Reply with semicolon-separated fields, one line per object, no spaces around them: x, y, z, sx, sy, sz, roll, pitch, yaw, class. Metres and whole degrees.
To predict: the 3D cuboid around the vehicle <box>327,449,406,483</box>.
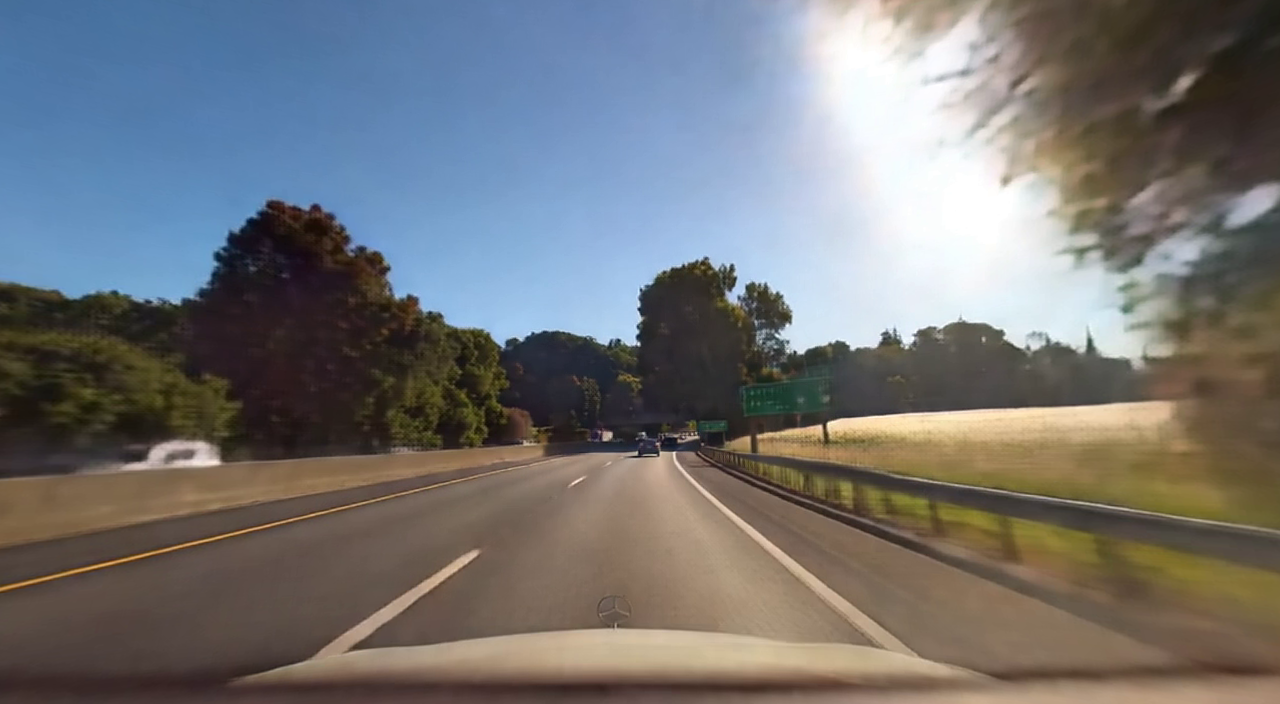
-13.017;5.419;30.236;1.865;1.444;4.278;0;-8;0;vehicle

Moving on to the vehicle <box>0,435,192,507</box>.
-17.243;3.700;20.200;2.073;2.006;4.772;-1;-8;1;vehicle

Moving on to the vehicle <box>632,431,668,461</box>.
0.677;6.134;41.325;2.188;1.825;4.282;-1;-8;1;vehicle
